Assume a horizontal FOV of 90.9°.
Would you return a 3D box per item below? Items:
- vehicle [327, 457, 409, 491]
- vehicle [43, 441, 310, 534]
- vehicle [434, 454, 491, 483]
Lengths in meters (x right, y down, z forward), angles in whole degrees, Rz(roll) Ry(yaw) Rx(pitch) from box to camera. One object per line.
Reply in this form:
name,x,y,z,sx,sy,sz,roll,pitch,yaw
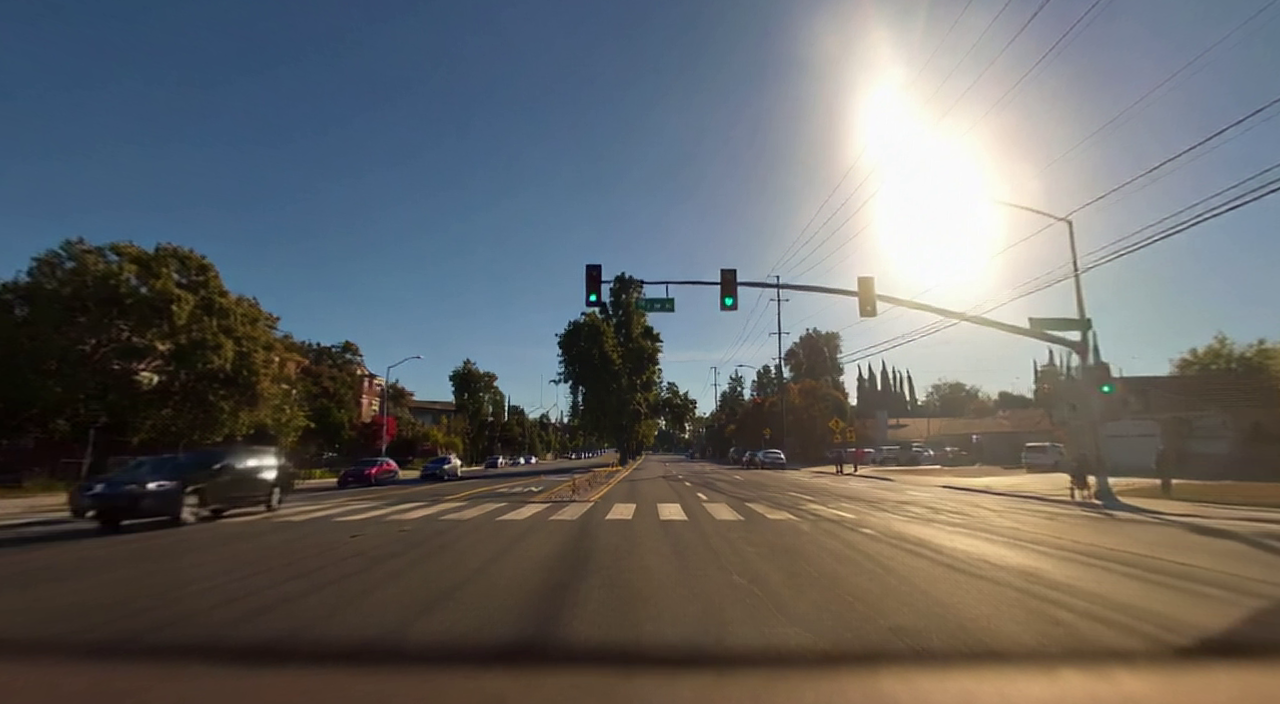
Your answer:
vehicle,-13.454,6.018,31.528,1.909,1.449,4.775,-1,-8,1
vehicle,-10.689,3.113,15.312,2.249,1.825,5.378,-1,-8,2
vehicle,-10.110,6.645,36.268,1.899,1.464,4.418,-1,-8,2
